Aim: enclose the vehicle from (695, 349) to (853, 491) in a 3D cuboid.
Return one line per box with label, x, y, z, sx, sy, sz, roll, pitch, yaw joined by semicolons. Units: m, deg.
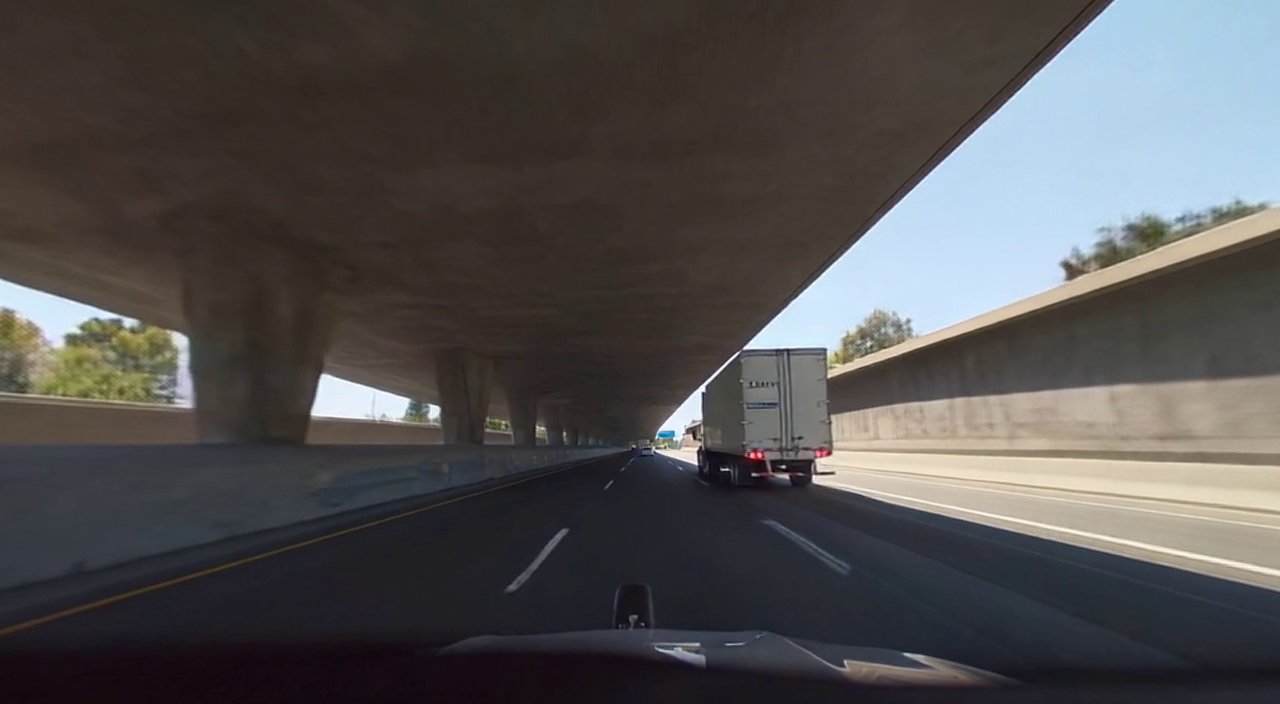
vehicle;4.603;3.057;26.176;3.187;4.197;15.004;0;-8;0
